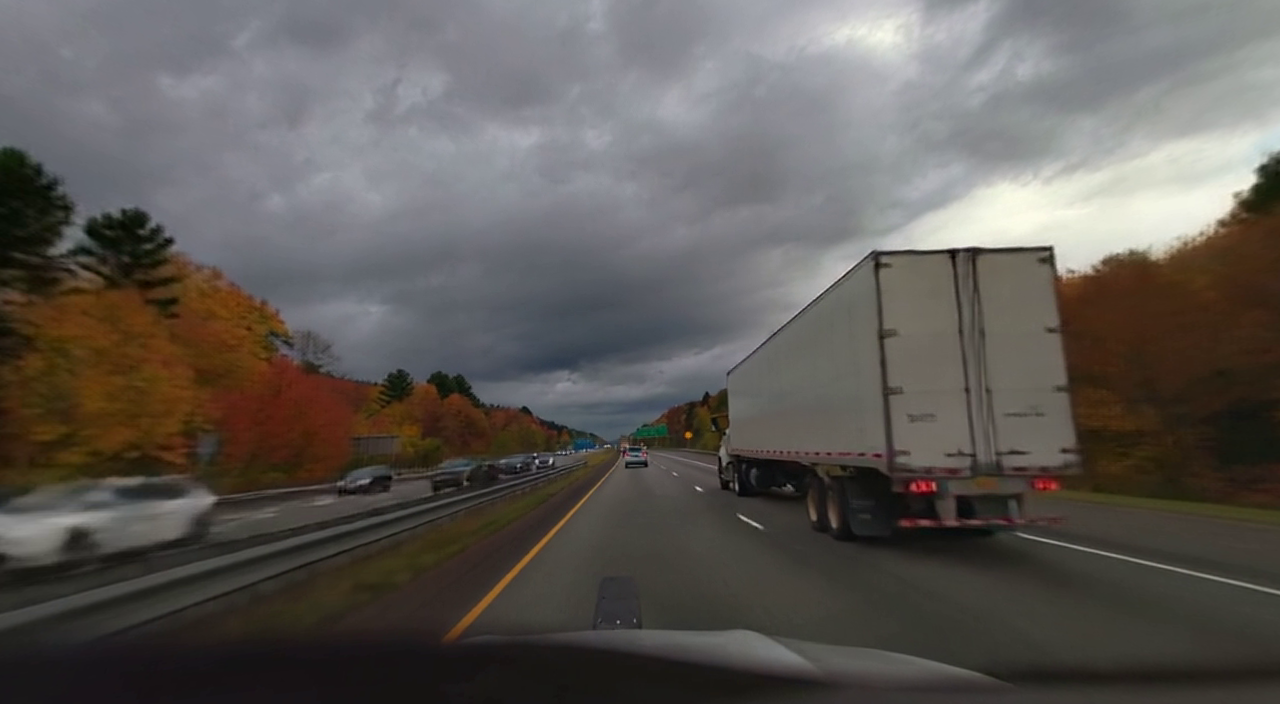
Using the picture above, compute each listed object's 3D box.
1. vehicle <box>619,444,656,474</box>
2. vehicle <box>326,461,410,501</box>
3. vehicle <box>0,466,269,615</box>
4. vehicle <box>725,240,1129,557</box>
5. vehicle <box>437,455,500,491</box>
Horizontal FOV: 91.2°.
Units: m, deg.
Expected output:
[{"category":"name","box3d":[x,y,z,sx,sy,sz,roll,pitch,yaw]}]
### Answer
[{"category":"vehicle","box3d":[-0.184,6.633,39.122,2.168,1.705,4.272,-1,-9,-1]},{"category":"vehicle","box3d":[-12.683,6.016,29.576,1.935,1.665,4.426,-1,-9,0]},{"category":"vehicle","box3d":[-8.243,2.620,9.672,2.068,1.560,4.870,-1,-9,-1]},{"category":"vehicle","box3d":[4.579,1.609,15.083,2.910,4.090,14.063,-1,-9,-1]},{"category":"vehicle","box3d":[-8.707,6.154,32.207,2.041,1.631,4.366,-1,-9,0]}]
